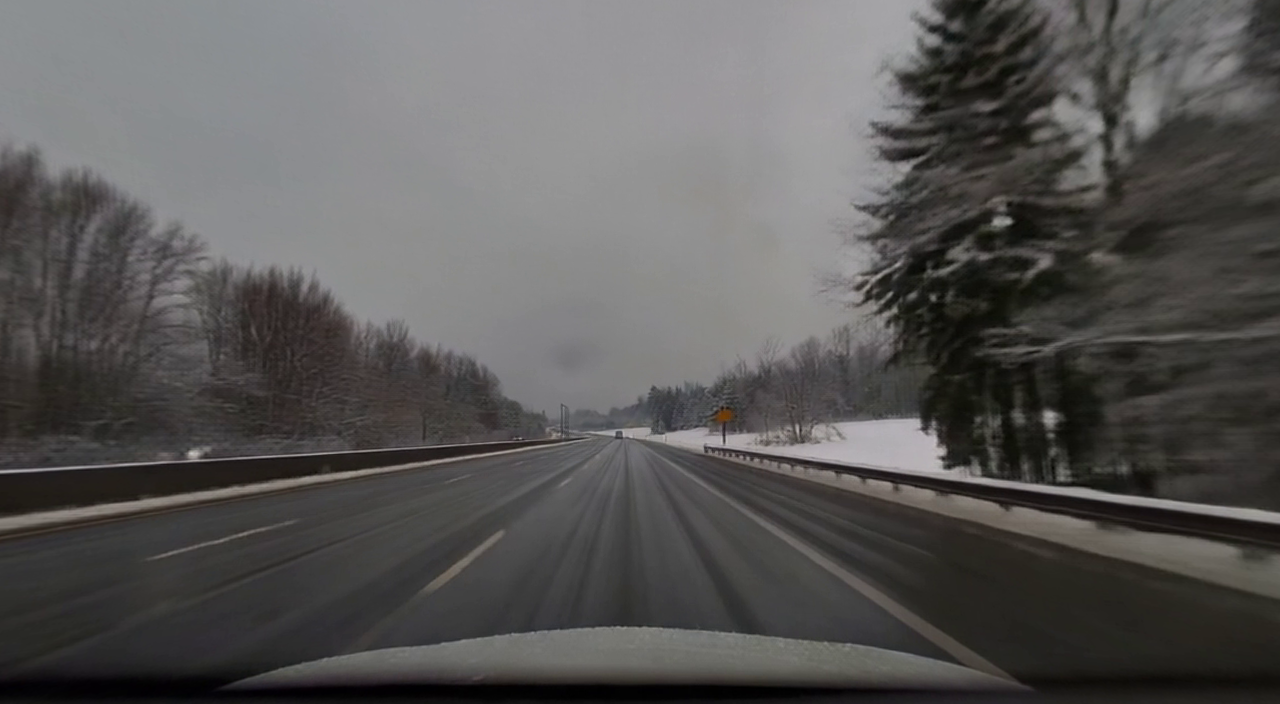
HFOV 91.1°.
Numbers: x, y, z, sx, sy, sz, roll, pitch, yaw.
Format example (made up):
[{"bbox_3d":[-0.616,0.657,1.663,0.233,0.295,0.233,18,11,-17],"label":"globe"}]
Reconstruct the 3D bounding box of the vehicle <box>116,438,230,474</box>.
[{"bbox_3d":[-21.395,4.742,29.088,1.830,1.520,4.609,0,-8,-1],"label":"vehicle"}]
